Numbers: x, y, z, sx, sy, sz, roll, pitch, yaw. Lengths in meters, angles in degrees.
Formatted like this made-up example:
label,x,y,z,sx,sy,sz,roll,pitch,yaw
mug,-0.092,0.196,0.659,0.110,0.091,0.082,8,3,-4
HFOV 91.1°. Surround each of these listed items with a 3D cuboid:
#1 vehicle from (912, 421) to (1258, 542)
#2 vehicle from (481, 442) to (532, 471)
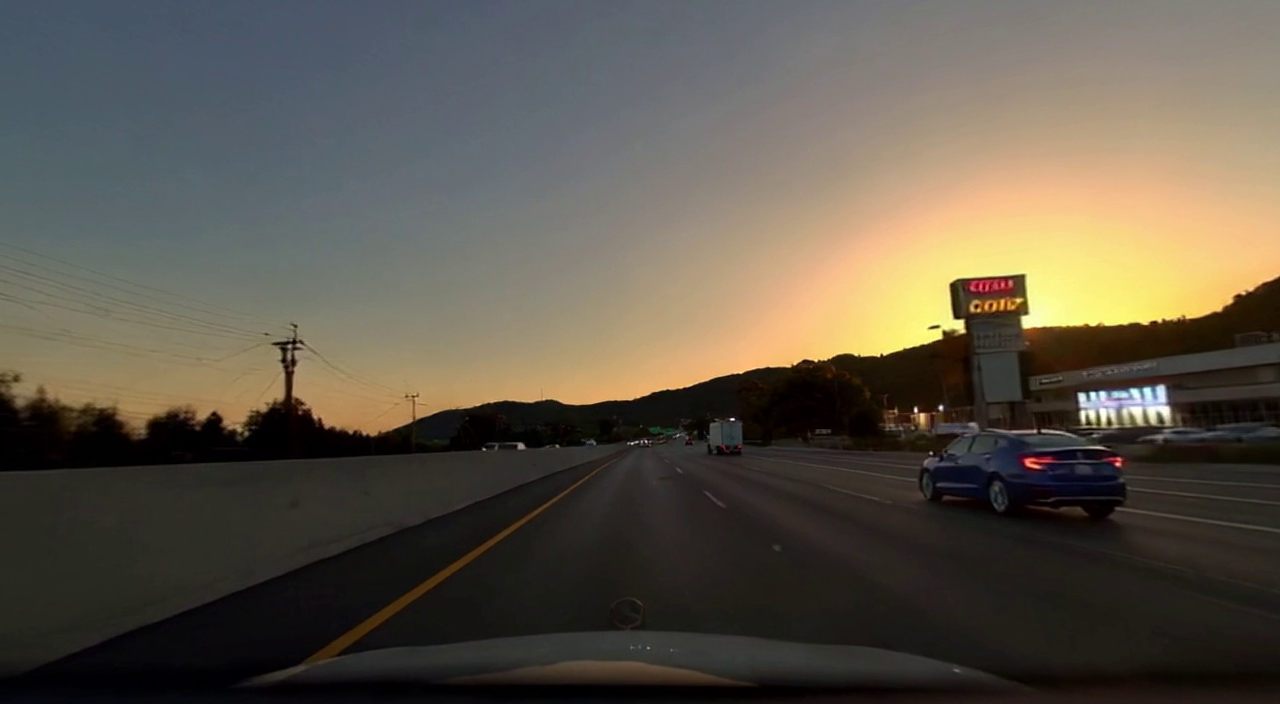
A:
label,x,y,z,sx,sy,sz,roll,pitch,yaw
vehicle,6.766,2.019,10.543,2.079,1.518,5.032,0,-8,-1
vehicle,-7.361,5.771,35.040,1.831,1.486,4.449,0,-8,1
